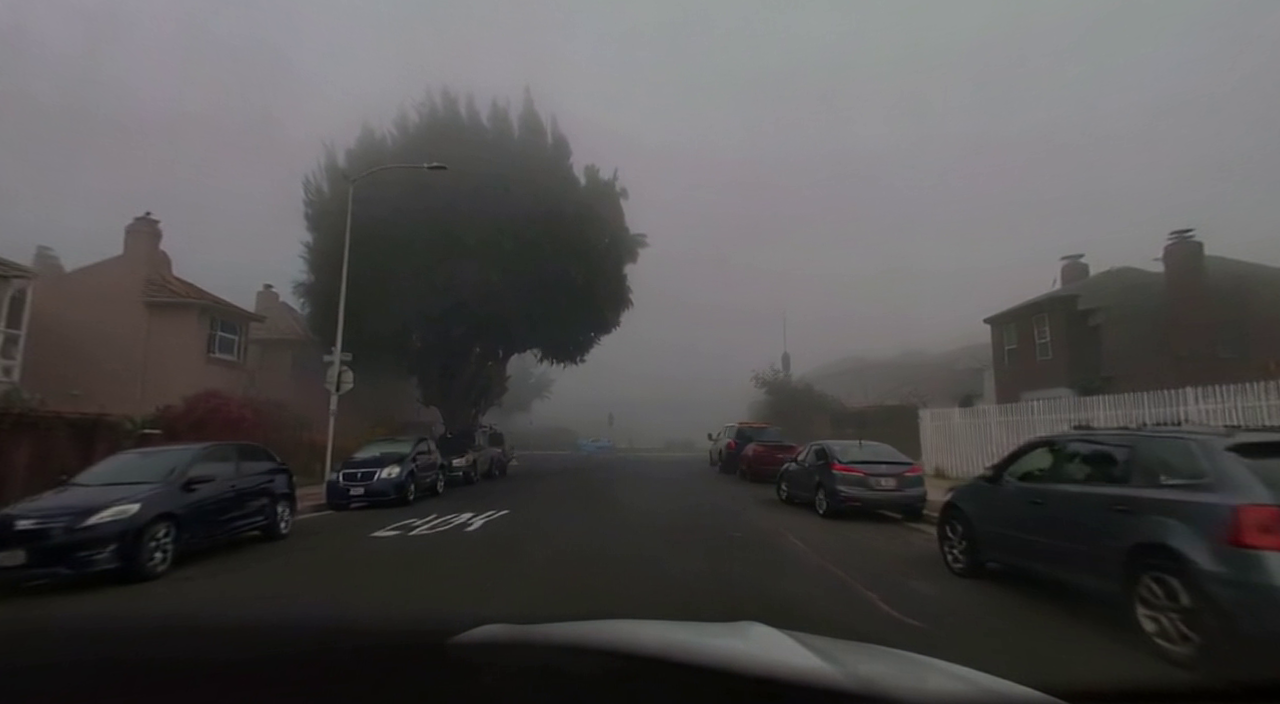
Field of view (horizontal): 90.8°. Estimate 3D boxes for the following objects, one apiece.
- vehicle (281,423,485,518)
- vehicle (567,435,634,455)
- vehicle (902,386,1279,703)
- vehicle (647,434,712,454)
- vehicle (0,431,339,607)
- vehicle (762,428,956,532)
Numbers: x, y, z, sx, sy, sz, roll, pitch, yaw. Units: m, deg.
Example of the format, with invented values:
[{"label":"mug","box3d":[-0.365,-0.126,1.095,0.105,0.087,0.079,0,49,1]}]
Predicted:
[{"label":"vehicle","box3d":[-5.694,2.726,15.173,2.316,1.808,5.876,0,-8,1]},{"label":"vehicle","box3d":[-2.908,6.938,47.026,4.828,1.472,1.863,0,-9,0]},{"label":"vehicle","box3d":[4.087,1.297,5.235,1.998,1.649,4.175,0,-8,0]},{"label":"vehicle","box3d":[2.892,6.865,46.965,4.663,1.452,1.853,0,-9,1]},{"label":"vehicle","box3d":[-5.777,1.815,7.914,1.849,1.531,4.562,0,-8,-1]},{"label":"vehicle","box3d":[3.787,2.280,12.009,1.958,1.485,4.819,2,-8,0]}]
